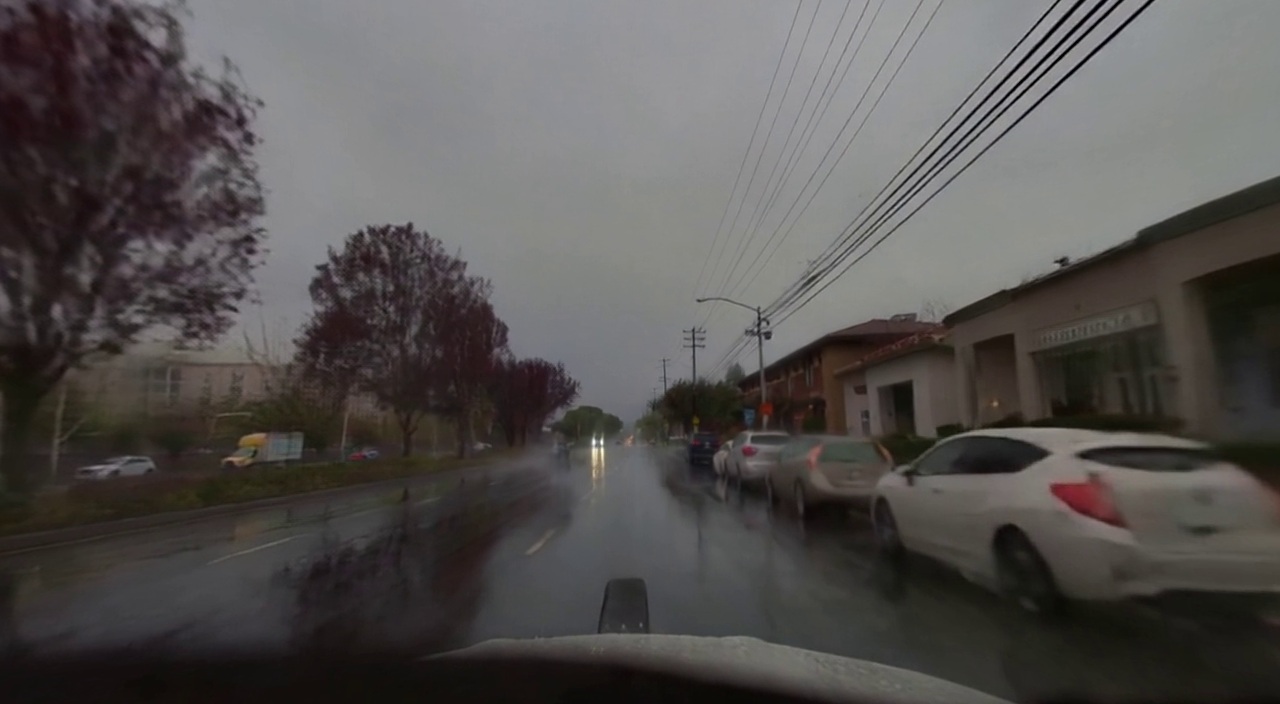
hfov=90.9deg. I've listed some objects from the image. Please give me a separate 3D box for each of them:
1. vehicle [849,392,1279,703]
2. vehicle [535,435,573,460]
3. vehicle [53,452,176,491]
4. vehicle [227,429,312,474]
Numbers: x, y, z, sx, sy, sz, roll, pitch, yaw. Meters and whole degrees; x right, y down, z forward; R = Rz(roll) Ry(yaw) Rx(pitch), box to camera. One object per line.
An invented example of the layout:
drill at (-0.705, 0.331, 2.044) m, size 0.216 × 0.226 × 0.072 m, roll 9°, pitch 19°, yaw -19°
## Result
vehicle at (3.480, 1.286, 5.051) m, size 2.048 × 1.556 × 4.753 m, roll 0°, pitch -8°, yaw 1°
vehicle at (-6.074, 6.795, 45.164) m, size 2.000 × 1.671 × 4.497 m, roll 0°, pitch -8°, yaw 1°
vehicle at (-25.778, 5.819, 31.188) m, size 2.121 × 1.699 × 4.506 m, roll 0°, pitch -8°, yaw 0°
vehicle at (-25.630, 6.892, 43.927) m, size 2.223 × 2.895 × 5.824 m, roll 0°, pitch -8°, yaw 1°
